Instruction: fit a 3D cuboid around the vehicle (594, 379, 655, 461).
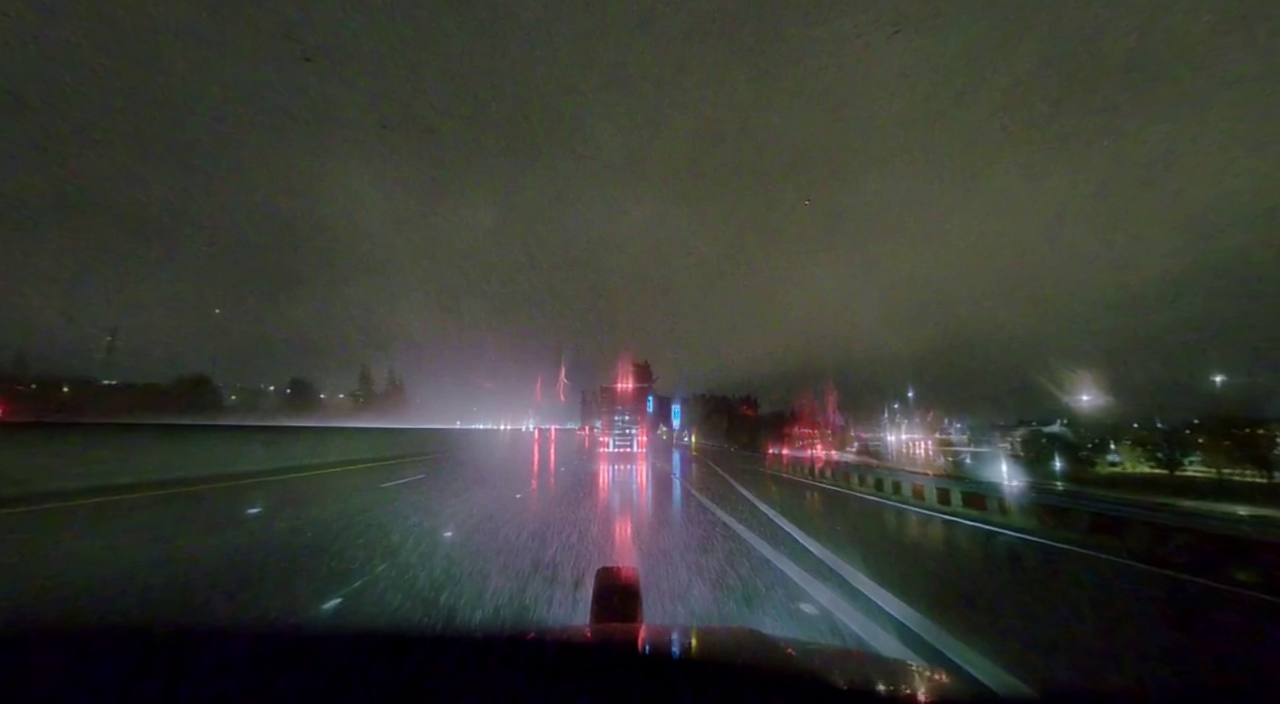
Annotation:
[{"bbox_3d":[-0.964,4.147,37.040,3.002,3.987,12.477,0,-8,-2],"label":"vehicle"}]
